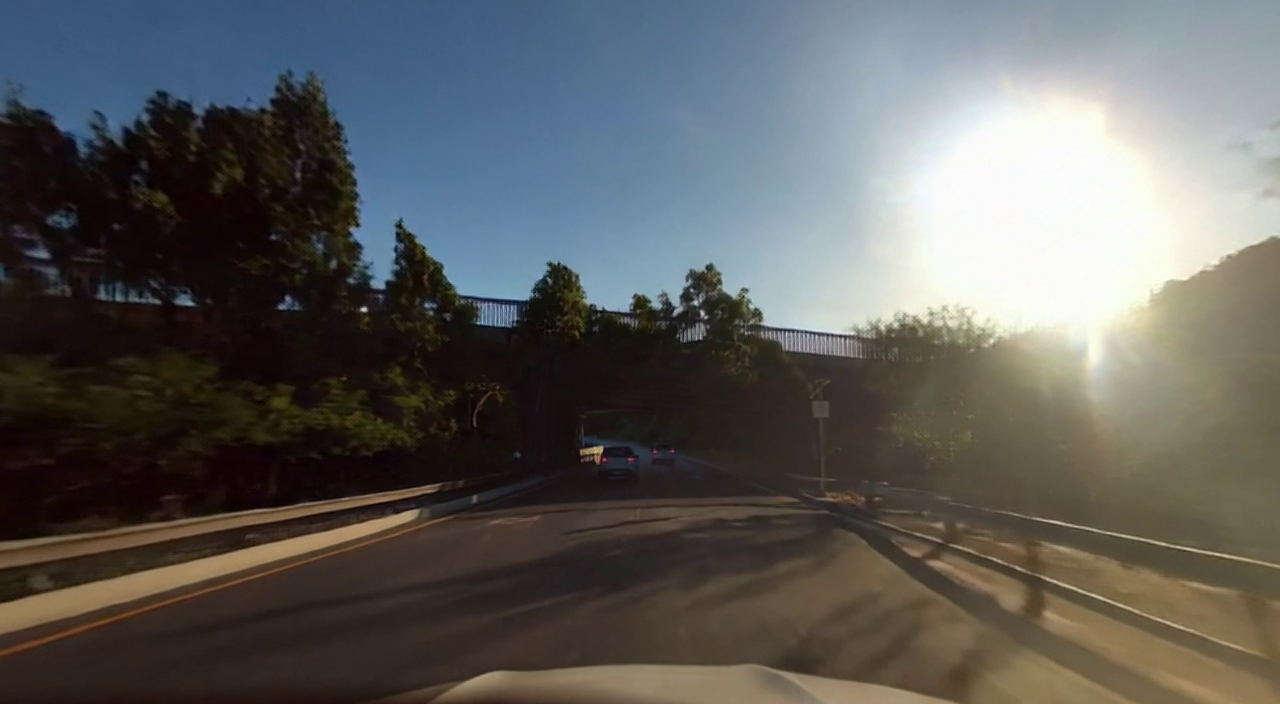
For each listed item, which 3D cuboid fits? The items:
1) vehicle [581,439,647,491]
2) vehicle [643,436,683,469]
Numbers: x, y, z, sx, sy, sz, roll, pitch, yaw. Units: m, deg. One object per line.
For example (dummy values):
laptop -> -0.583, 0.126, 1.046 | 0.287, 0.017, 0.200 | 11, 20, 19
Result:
vehicle -> -0.823, 3.788, 21.414 | 2.037, 1.601, 3.643 | 0, -9, -1
vehicle -> 1.431, 6.504, 40.884 | 2.273, 2.010, 4.396 | 0, -9, -2
